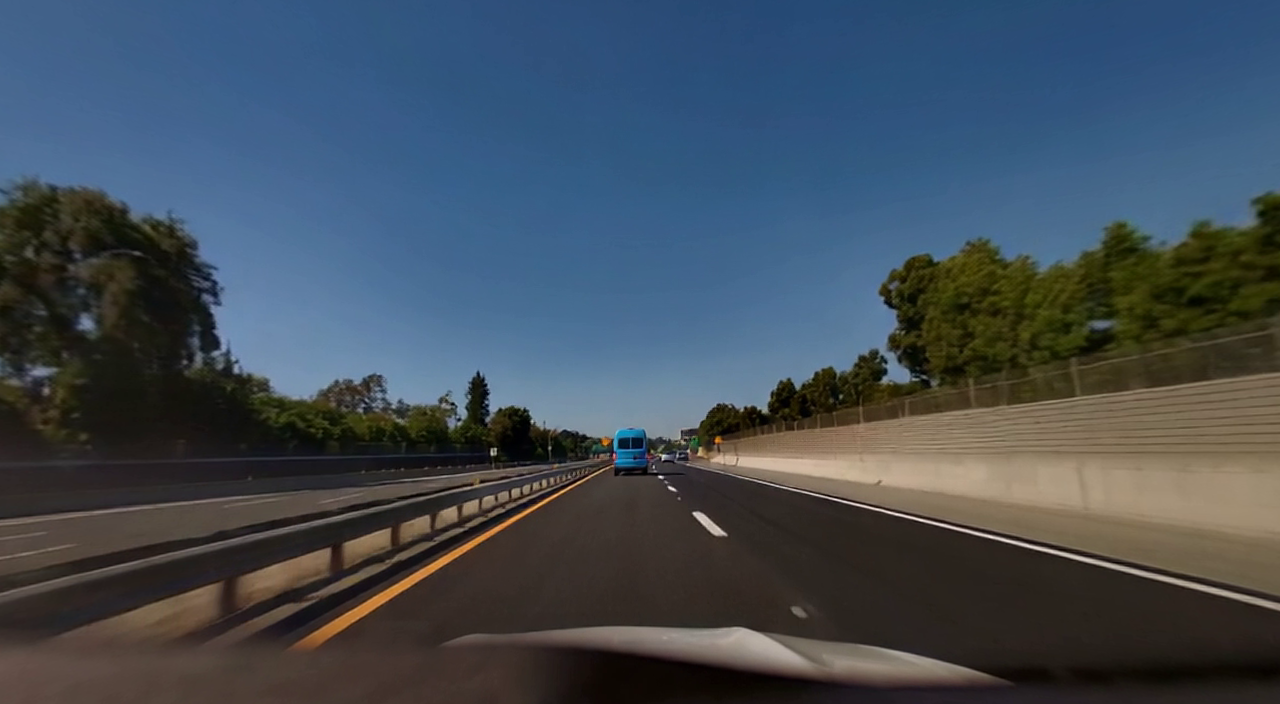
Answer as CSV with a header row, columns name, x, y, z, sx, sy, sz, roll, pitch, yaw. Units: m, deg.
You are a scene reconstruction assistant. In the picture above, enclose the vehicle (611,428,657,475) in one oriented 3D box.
name,x,y,z,sx,sy,sz,roll,pitch,yaw
vehicle,-0.351,5.998,37.806,2.560,2.598,5.581,0,-9,-1
